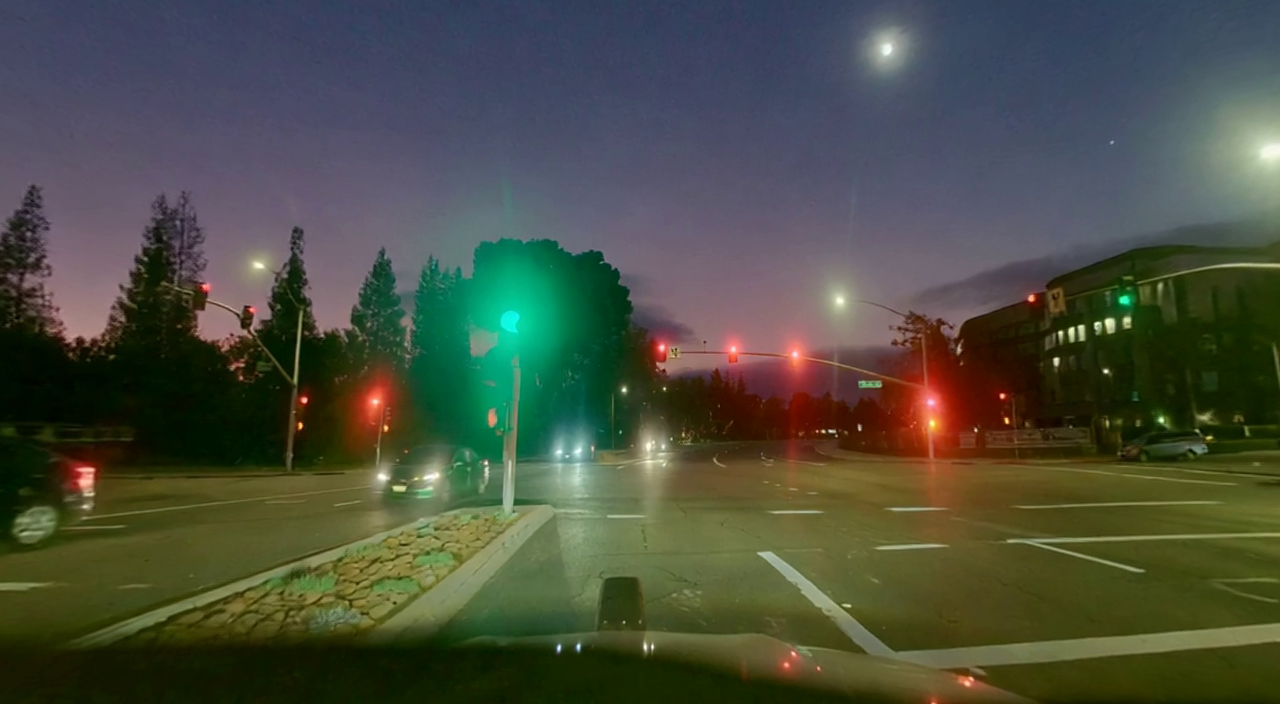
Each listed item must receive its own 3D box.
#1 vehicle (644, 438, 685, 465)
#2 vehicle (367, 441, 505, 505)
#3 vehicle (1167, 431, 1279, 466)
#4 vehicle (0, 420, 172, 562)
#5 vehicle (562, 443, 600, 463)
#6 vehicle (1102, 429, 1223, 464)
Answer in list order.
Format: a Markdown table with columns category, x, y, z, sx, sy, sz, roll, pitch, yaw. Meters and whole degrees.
| category | x | y | z | sx | sy | sz | roll | pitch | yaw |
| --- | --- | --- | --- | --- | --- | --- | --- | --- | --- |
| vehicle | 1.726 | 6.774 | 43.262 | 2.197 | 1.739 | 4.177 | -2 | -8 | 10 |
| vehicle | -5.286 | 3.186 | 17.135 | 2.016 | 1.474 | 4.634 | -1 | -8 | 3 |
| vehicle | 26.301 | 4.247 | 27.888 | 4.644 | 1.470 | 1.922 | 1 | -8 | -10 |
| vehicle | -8.832 | 1.743 | 8.035 | 2.198 | 1.703 | 4.461 | 0 | -8 | 2 |
| vehicle | -4.485 | 7.726 | 48.441 | 1.877 | 1.481 | 3.853 | -2 | -8 | 11 |
| vehicle | 25.910 | 4.683 | 31.365 | 4.441 | 1.674 | 2.035 | 1 | -8 | -8 |
